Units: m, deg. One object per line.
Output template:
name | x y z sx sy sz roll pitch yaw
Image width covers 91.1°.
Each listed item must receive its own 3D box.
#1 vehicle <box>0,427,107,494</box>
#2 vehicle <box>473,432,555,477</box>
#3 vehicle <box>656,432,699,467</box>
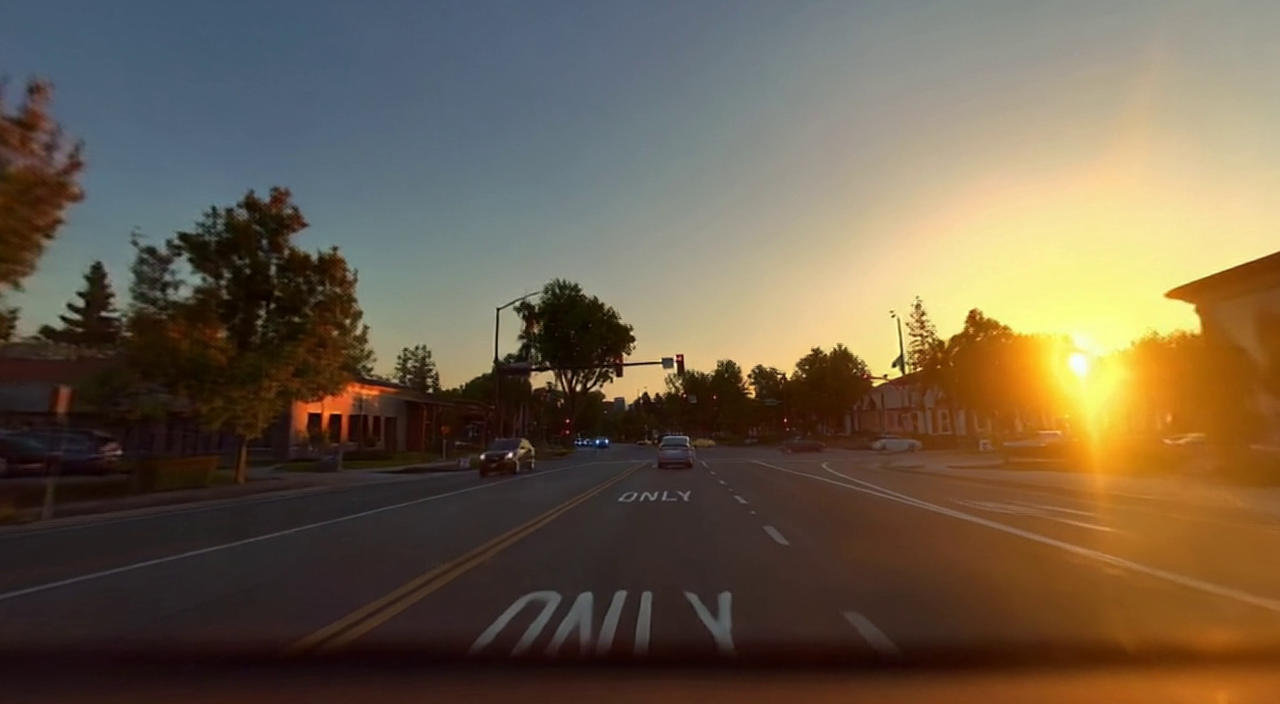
vehicle | -22.684 3.683 21.529 6.446 2.143 2.606 0 -9 2
vehicle | -5.905 4.903 30.354 2.366 1.941 5.823 -1 -9 5
vehicle | 2.465 6.308 40.805 2.590 2.080 5.284 0 -9 4
